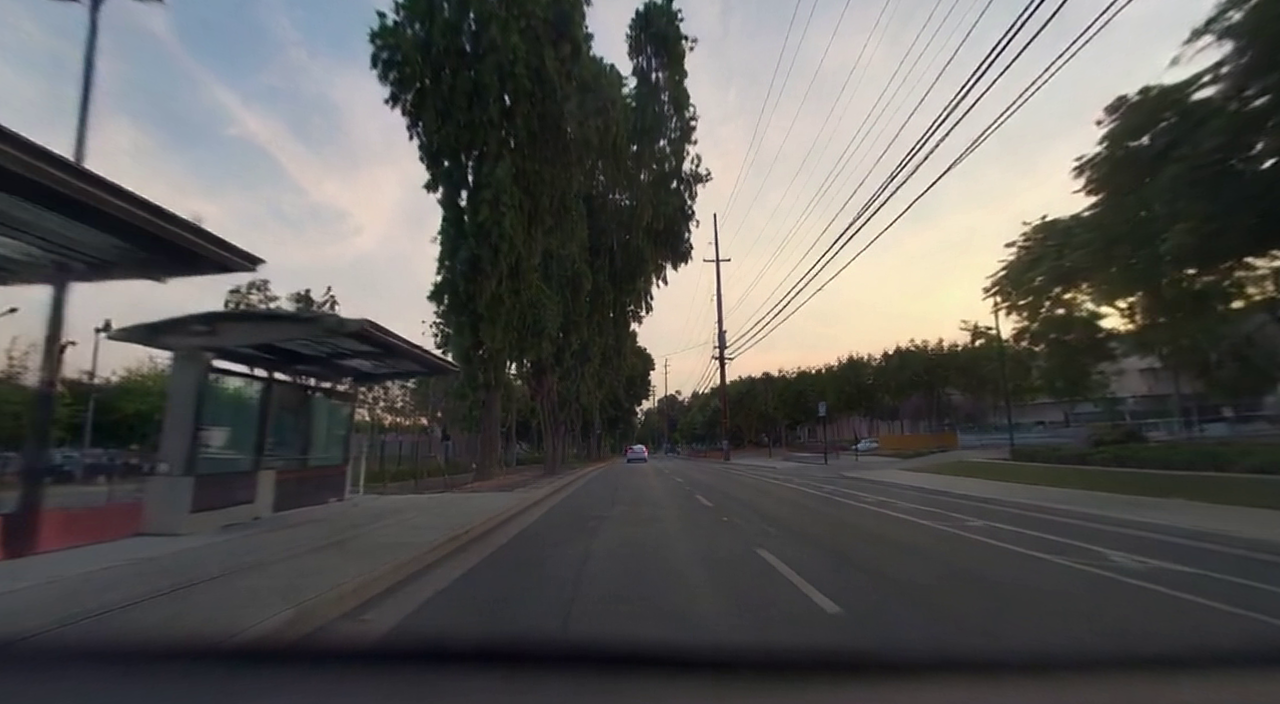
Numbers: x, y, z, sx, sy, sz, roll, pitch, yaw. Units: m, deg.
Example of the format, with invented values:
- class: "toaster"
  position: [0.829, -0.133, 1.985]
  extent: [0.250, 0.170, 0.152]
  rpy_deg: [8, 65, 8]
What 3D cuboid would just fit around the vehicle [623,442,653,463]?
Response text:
- class: "vehicle"
  position: [-0.192, 7.519, 47.459]
  extent: [2.109, 1.501, 4.042]
  rpy_deg: [0, -8, -1]
